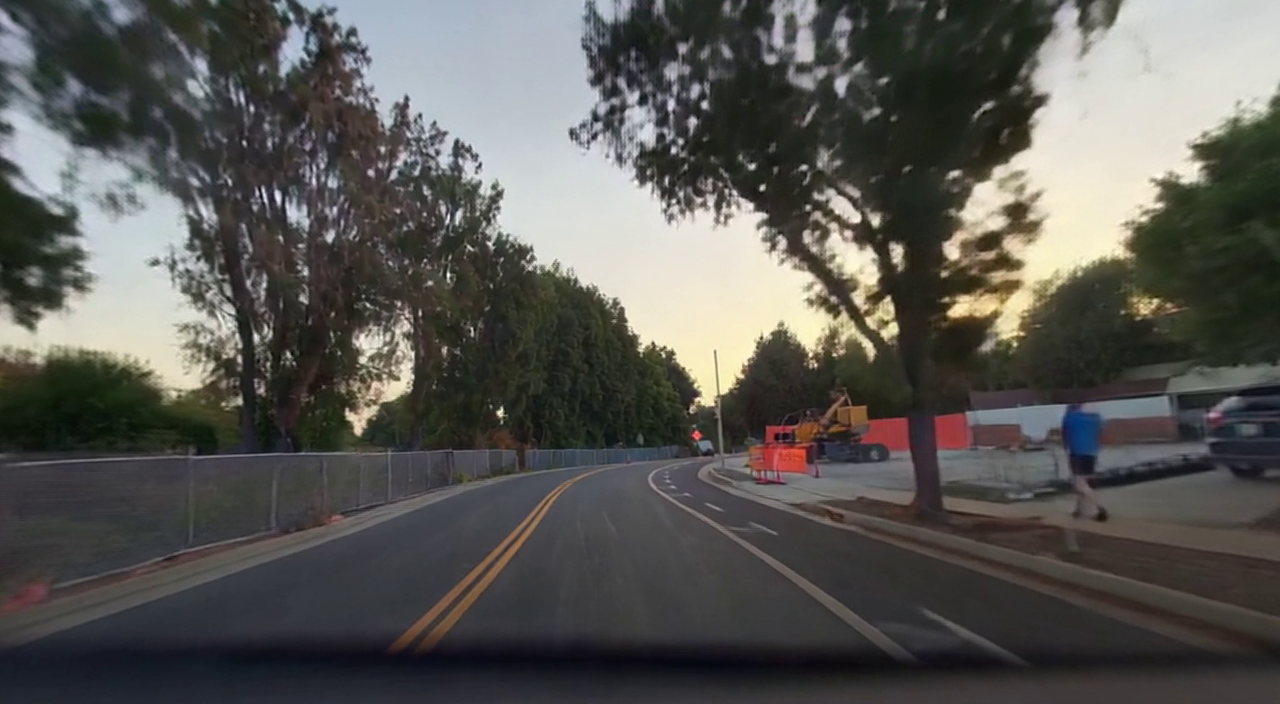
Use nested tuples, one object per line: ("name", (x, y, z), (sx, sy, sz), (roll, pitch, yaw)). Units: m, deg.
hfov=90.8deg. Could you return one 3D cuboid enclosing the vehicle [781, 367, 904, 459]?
("vehicle", (9.411, 3.268, 30.998), (2.984, 3.691, 10.409), (-2, -9, 3))
